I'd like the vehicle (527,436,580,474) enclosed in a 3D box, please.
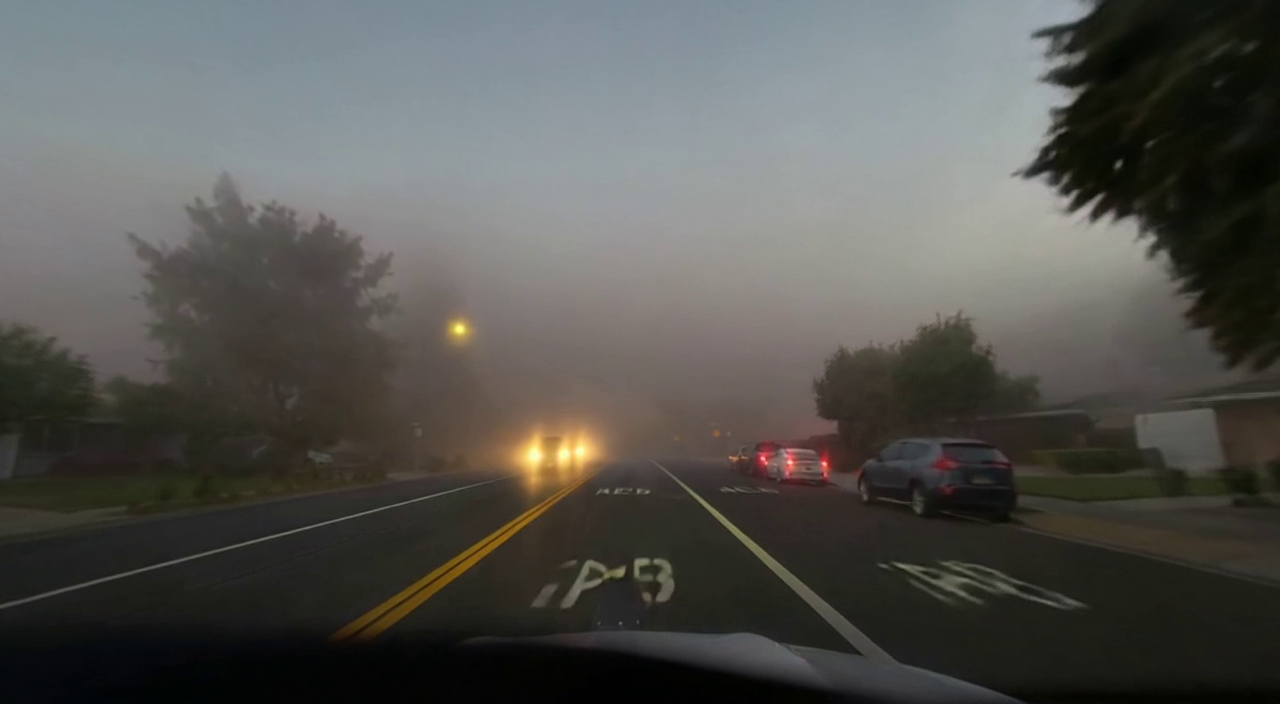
[{"bbox_3d":[-4.509,5.443,33.741,2.050,1.841,5.290,0,-8,0],"label":"vehicle"}]

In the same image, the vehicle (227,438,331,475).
[{"bbox_3d":[-21.110,6.118,37.148,4.461,2.065,2.574,0,-8,-2],"label":"vehicle"}]

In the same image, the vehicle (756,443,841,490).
[{"bbox_3d":[6.294,4.575,25.688,2.226,1.682,4.461,0,-8,-1],"label":"vehicle"}]

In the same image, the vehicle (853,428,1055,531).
[{"bbox_3d":[6.588,2.692,13.992,2.099,1.878,4.476,0,-8,-1],"label":"vehicle"}]
